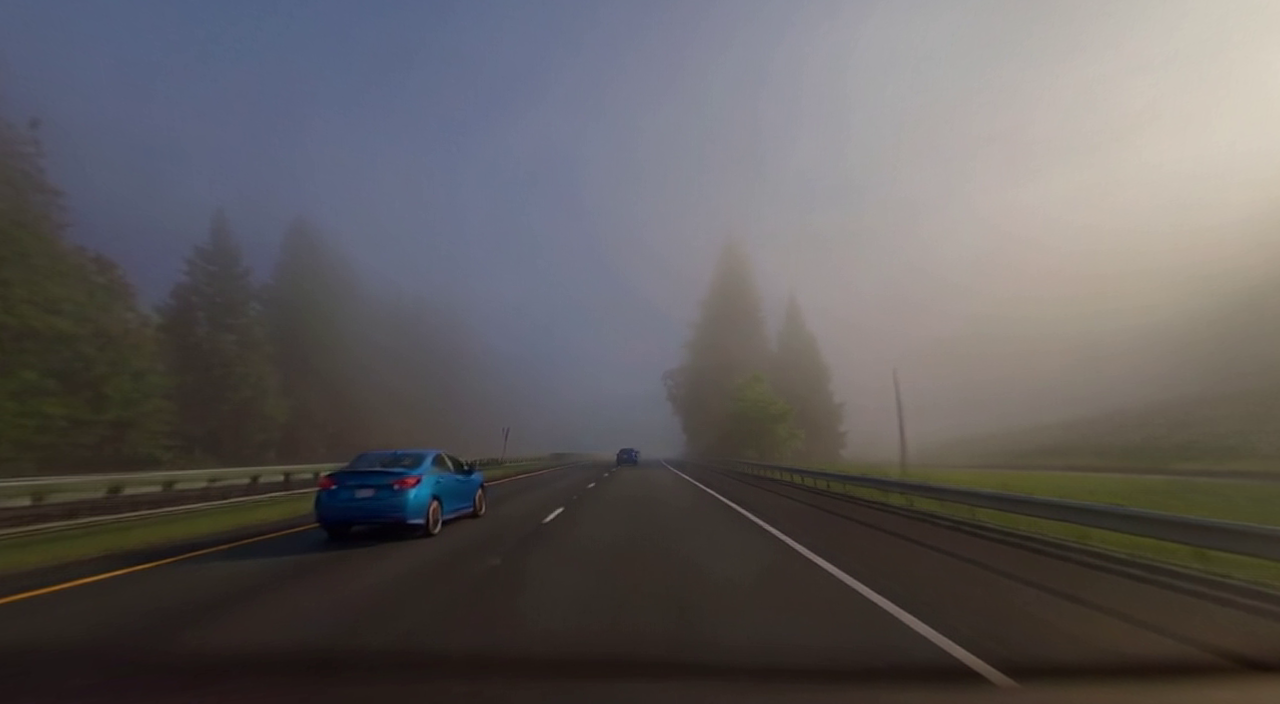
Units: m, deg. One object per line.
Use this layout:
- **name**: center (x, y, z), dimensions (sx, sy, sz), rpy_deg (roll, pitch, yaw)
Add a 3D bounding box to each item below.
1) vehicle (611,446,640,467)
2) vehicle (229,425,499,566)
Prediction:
- **vehicle**: center (-1.017, 7.508, 45.513), dimensions (1.917, 1.450, 3.997), rpy_deg (0, -8, 2)
- **vehicle**: center (-3.603, 1.938, 9.264), dimensions (2.088, 1.586, 4.000), rpy_deg (0, -8, 1)
